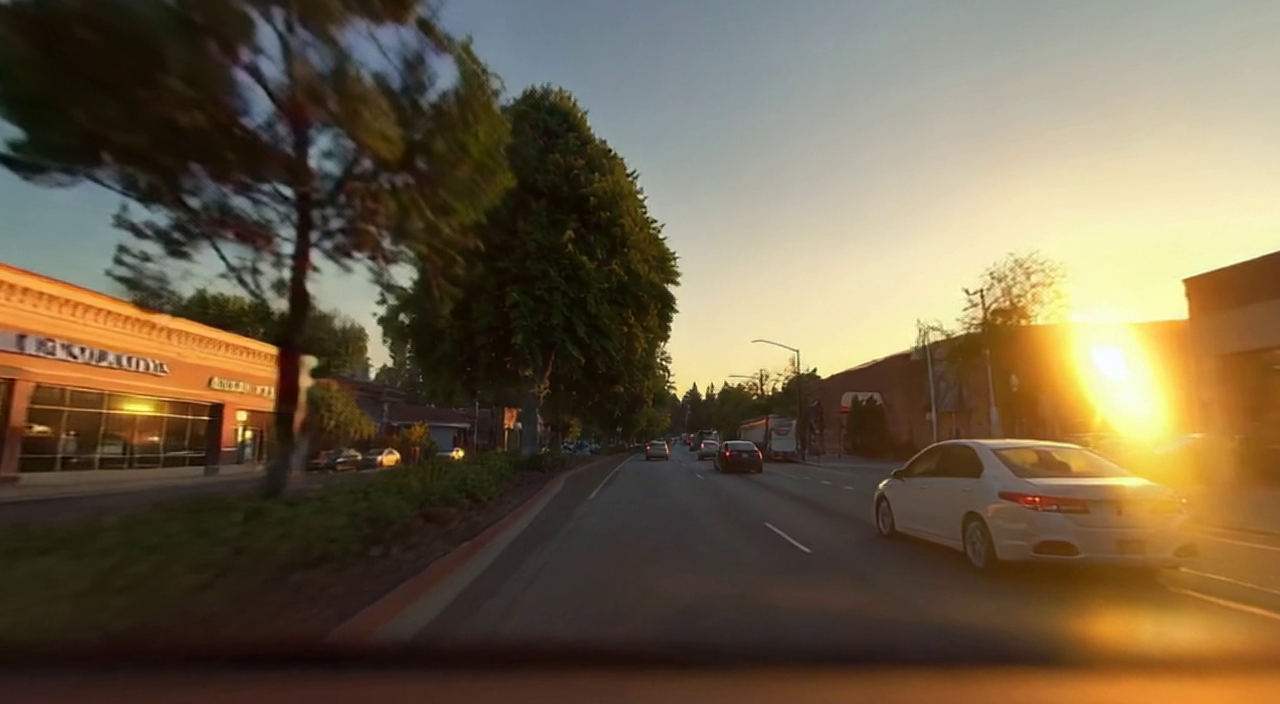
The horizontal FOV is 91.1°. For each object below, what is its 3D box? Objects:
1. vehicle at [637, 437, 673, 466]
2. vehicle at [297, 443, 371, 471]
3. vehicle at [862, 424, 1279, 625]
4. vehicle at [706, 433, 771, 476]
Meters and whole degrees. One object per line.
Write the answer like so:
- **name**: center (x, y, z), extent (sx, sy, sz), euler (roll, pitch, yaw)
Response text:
- **vehicle**: center (0.910, 6.036, 38.279), extent (2.098, 1.682, 3.778), euler (0, -8, 1)
- **vehicle**: center (-18.456, 6.339, 38.117), extent (1.947, 1.580, 4.857), euler (0, -9, 1)
- **vehicle**: center (4.215, 1.609, 6.940), extent (1.908, 1.463, 4.506), euler (0, -8, 1)
- **vehicle**: center (4.175, 4.441, 27.329), extent (2.115, 1.692, 4.189), euler (0, -8, 0)
